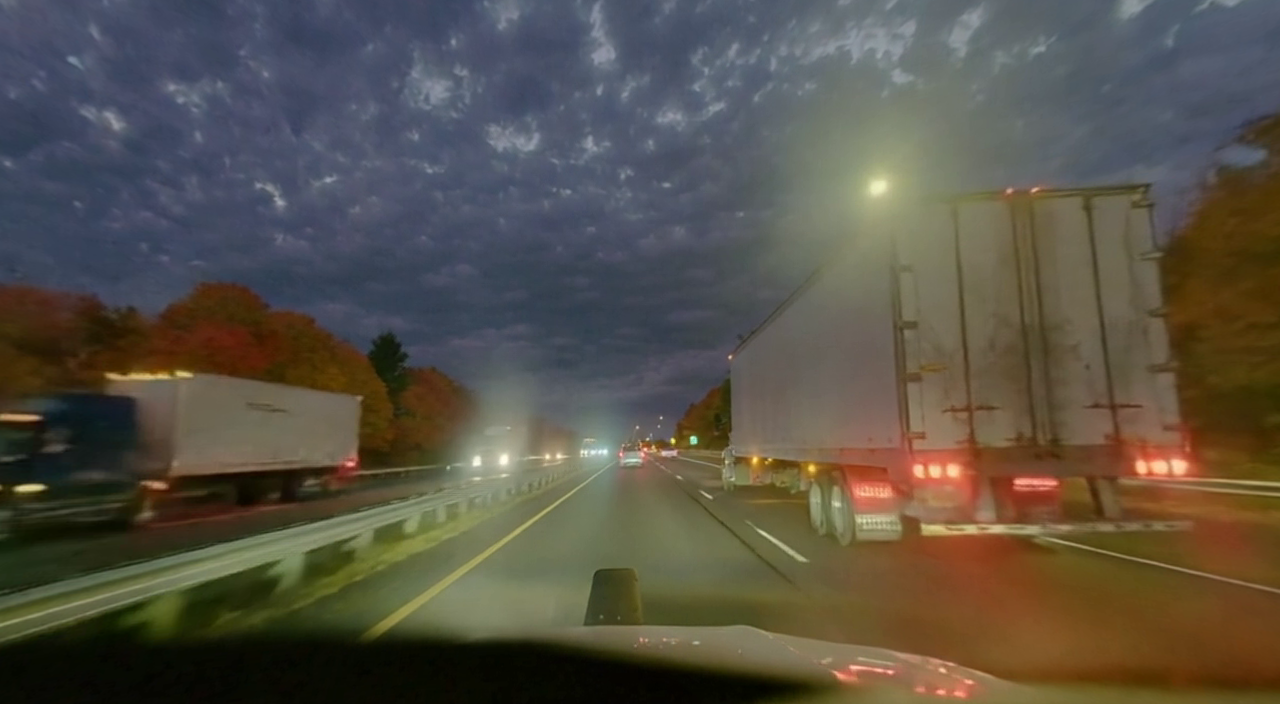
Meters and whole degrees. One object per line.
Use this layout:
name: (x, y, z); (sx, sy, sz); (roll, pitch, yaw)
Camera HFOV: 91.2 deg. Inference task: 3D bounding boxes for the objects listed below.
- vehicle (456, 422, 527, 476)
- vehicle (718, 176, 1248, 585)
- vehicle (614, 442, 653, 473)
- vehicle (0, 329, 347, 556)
vehicle: (-9.383, 6.276, 40.468); (2.775, 3.102, 7.295); (-1, -9, 0)
vehicle: (4.131, 1.214, 13.018); (3.068, 4.042, 13.787); (0, -9, -1)
vehicle: (-0.413, 6.170, 36.901); (2.151, 1.693, 4.201); (0, -9, -1)
vehicle: (-13.293, 2.684, 18.248); (2.954, 4.145, 13.980); (0, -9, -1)
